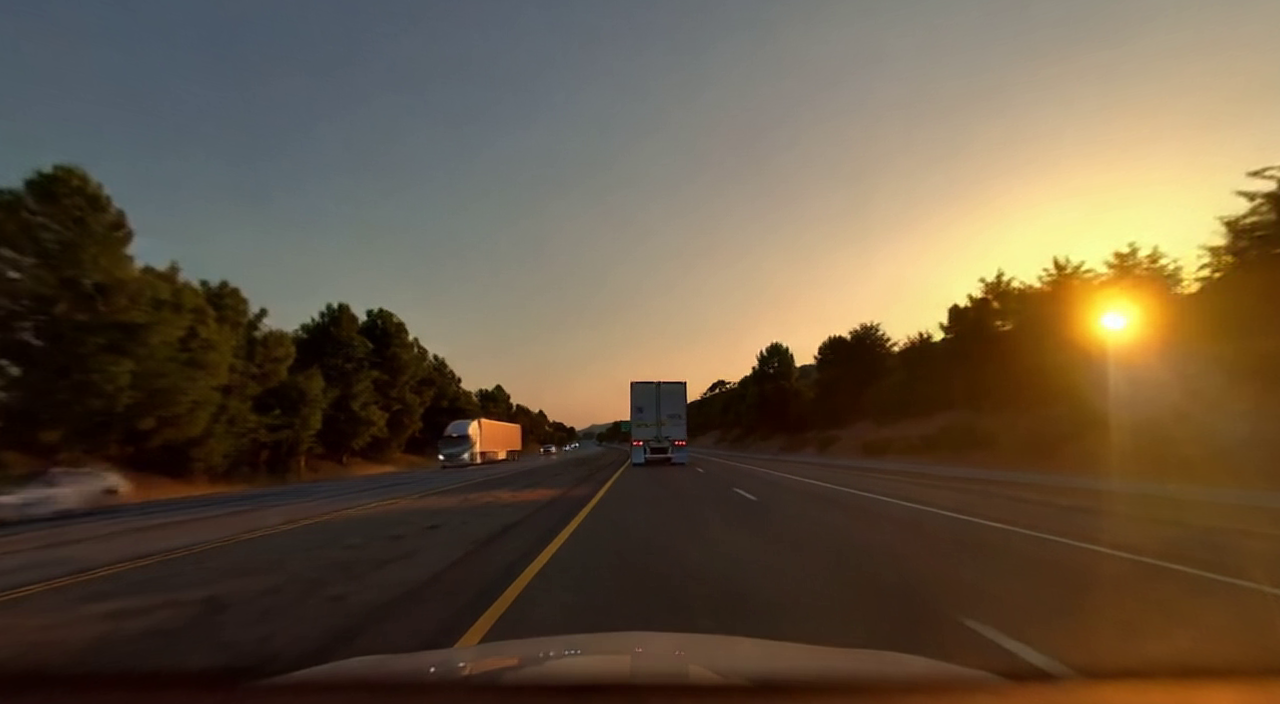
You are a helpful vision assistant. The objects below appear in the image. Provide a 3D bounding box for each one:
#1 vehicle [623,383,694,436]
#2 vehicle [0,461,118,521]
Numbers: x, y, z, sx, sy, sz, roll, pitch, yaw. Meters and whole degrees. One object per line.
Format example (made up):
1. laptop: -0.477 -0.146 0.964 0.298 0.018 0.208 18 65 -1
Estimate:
1. vehicle: 0.621 2.429 25.576 2.509 1.890 4.732 0 -8 -3
2. vehicle: -18.018 3.987 18.248 1.859 1.493 4.490 -1 -8 1
